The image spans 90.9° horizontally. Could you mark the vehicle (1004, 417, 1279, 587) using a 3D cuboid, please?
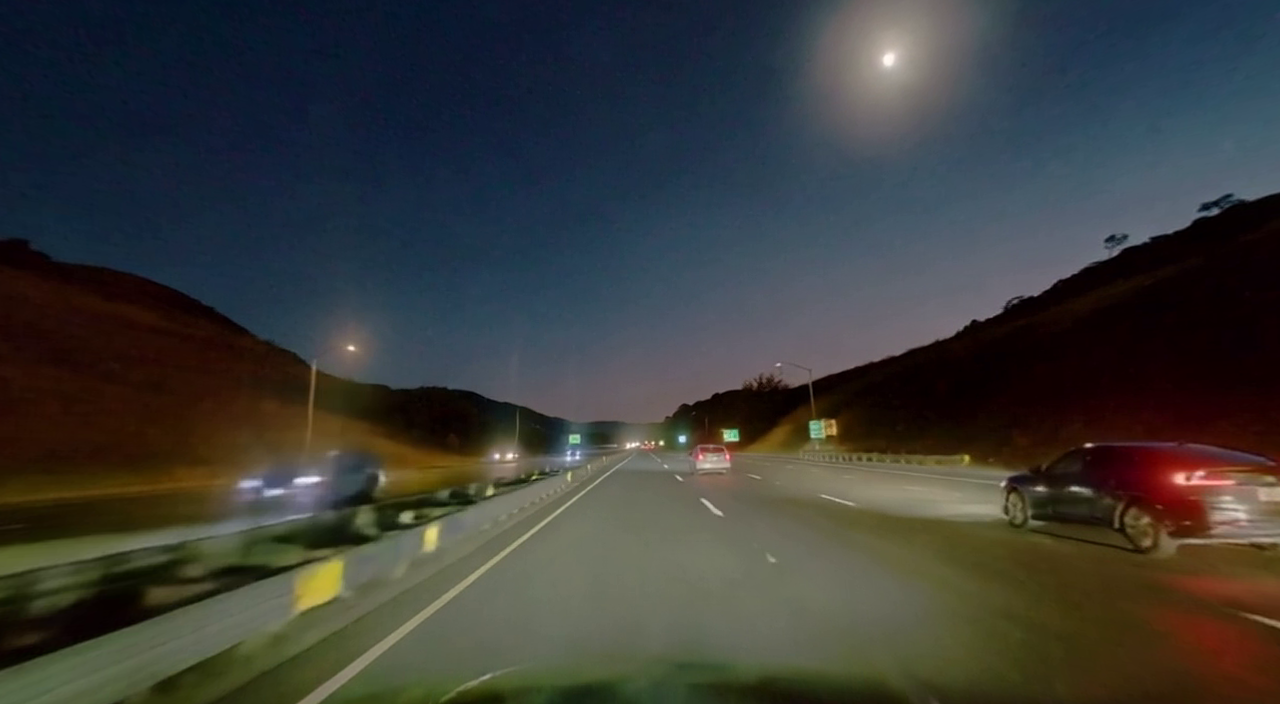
[{"bbox_3d":[6.812,1.635,7.609,1.988,1.530,4.777,0,-8,0],"label":"vehicle"}]

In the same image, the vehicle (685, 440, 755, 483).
[{"bbox_3d":[2.897,4.068,23.687,2.044,1.444,4.216,0,-8,0],"label":"vehicle"}]

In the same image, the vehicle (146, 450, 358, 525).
[{"bbox_3d":[-9.173,3.200,15.572,2.208,1.447,4.764,-2,-8,0],"label":"vehicle"}]
